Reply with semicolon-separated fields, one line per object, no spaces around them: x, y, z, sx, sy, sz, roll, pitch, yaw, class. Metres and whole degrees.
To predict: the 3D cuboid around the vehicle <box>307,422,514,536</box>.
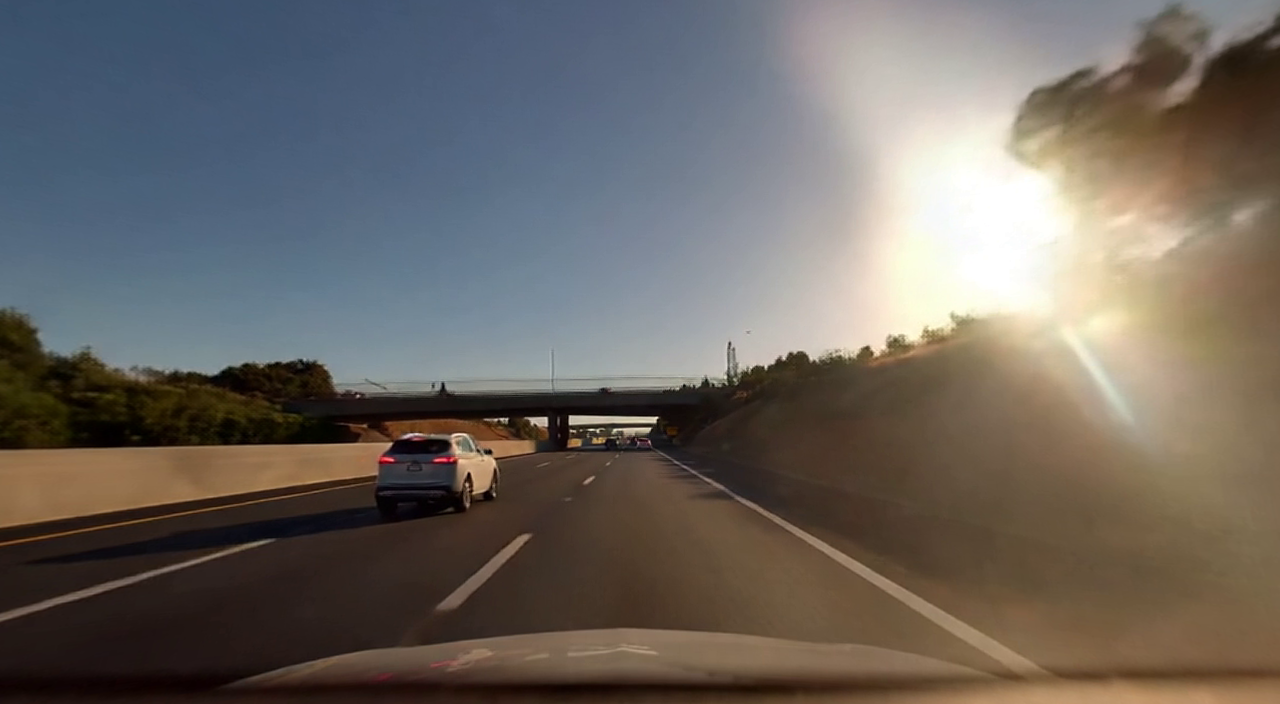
-3.705;2.100;11.147;2.039;1.589;4.324;0;-8;0;vehicle
